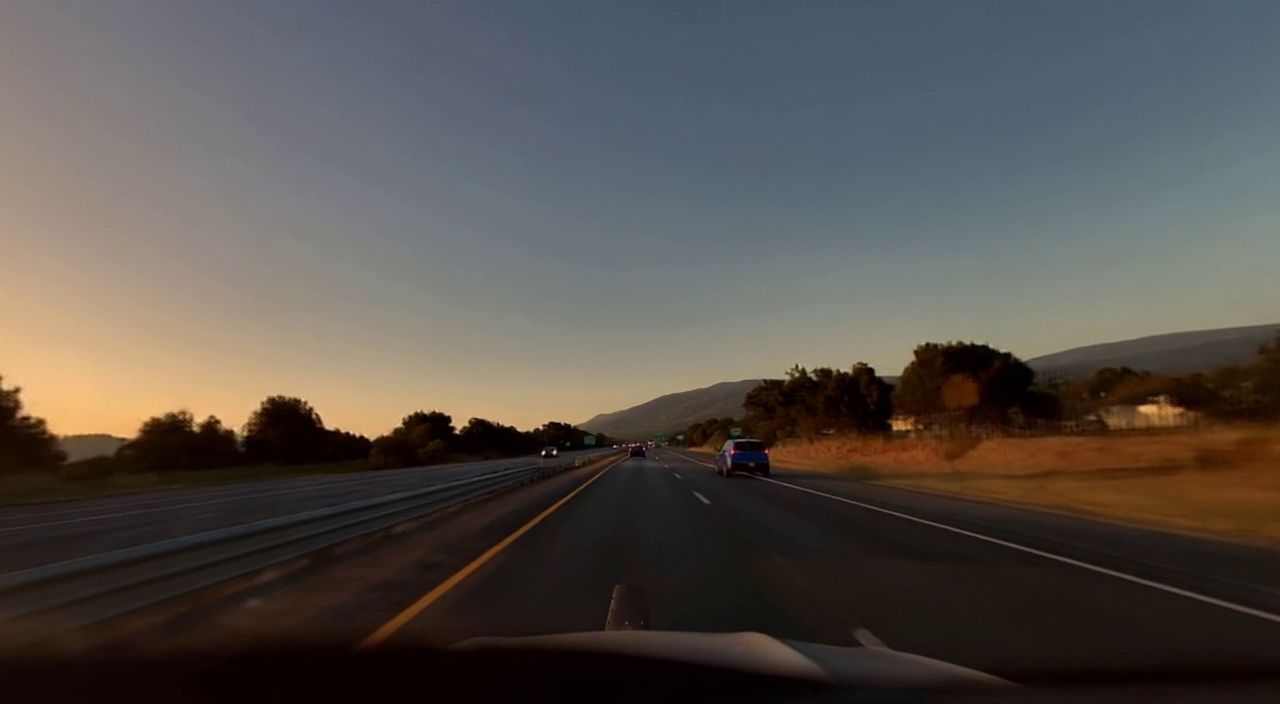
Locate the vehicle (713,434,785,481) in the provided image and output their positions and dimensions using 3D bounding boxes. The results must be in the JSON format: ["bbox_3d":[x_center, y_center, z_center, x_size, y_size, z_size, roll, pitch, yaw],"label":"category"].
[{"bbox_3d":[3.998,3.931,23.785,2.037,1.609,4.036,0,-8,1],"label":"vehicle"}]

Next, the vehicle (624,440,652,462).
[{"bbox_3d":[-0.098,7.427,47.220,2.009,1.554,4.013,0,-8,1],"label":"vehicle"}]
